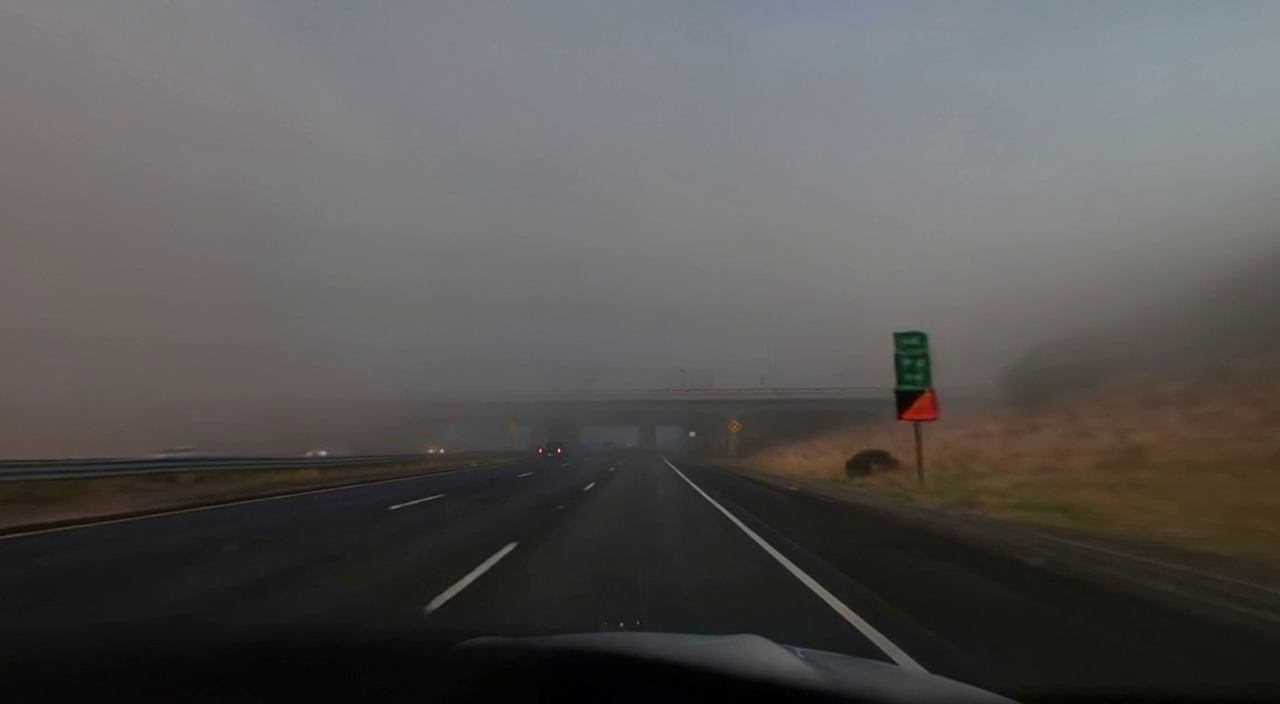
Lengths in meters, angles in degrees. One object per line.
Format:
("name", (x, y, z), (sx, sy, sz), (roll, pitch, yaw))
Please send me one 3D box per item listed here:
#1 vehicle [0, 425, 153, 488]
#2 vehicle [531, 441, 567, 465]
("vehicle", (-35.980, 6.250, 37.909), (2.813, 3.385, 13.135), (0, -9, 0))
("vehicle", (-7.061, 7.889, 49.342), (2.070, 1.738, 4.733), (0, -9, 0))
